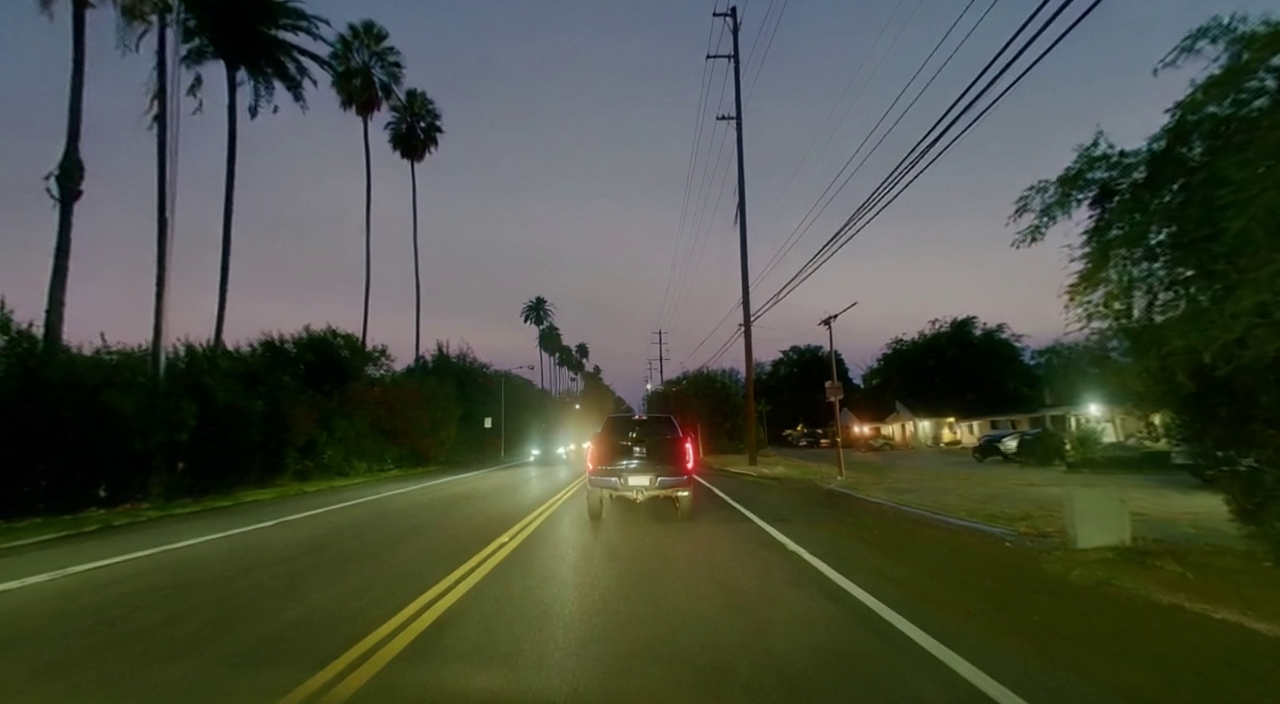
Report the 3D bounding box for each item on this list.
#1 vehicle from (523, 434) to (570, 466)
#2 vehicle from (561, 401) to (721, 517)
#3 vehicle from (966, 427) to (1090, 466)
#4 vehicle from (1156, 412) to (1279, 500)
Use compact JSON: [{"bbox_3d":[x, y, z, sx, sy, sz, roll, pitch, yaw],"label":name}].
[{"bbox_3d":[-5.601,5.955,38.459,2.223,1.776,4.614,0,-8,-1],"label":"vehicle"},{"bbox_3d":[0.019,2.352,14.331,2.848,2.047,5.885,0,-8,0],"label":"vehicle"},{"bbox_3d":[20.345,5.040,33.625,2.277,1.836,6.267,0,-9,-4],"label":"vehicle"},{"bbox_3d":[16.090,2.630,16.293,2.338,1.917,6.076,-3,-9,20],"label":"vehicle"}]
